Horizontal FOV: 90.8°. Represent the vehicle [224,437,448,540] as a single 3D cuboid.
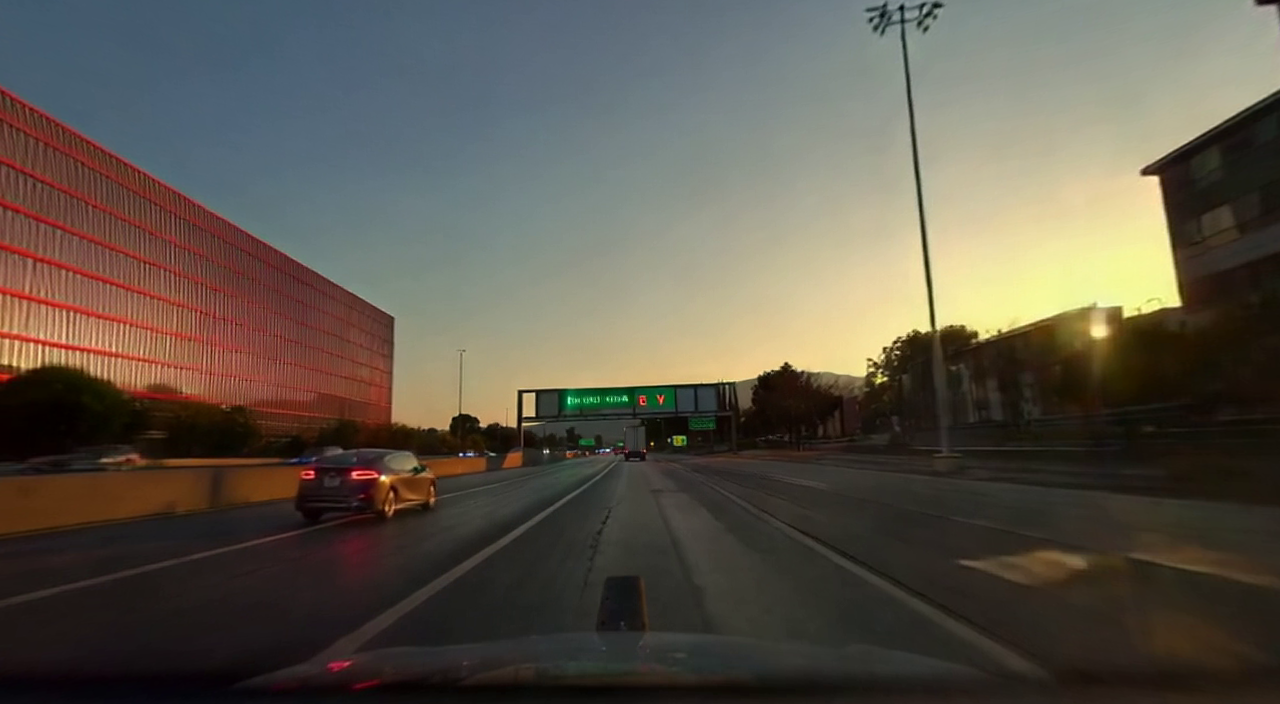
[{"bbox_3d":[-5.180,2.363,11.540,1.943,1.510,4.201,0,-9,1],"label":"vehicle"}]
